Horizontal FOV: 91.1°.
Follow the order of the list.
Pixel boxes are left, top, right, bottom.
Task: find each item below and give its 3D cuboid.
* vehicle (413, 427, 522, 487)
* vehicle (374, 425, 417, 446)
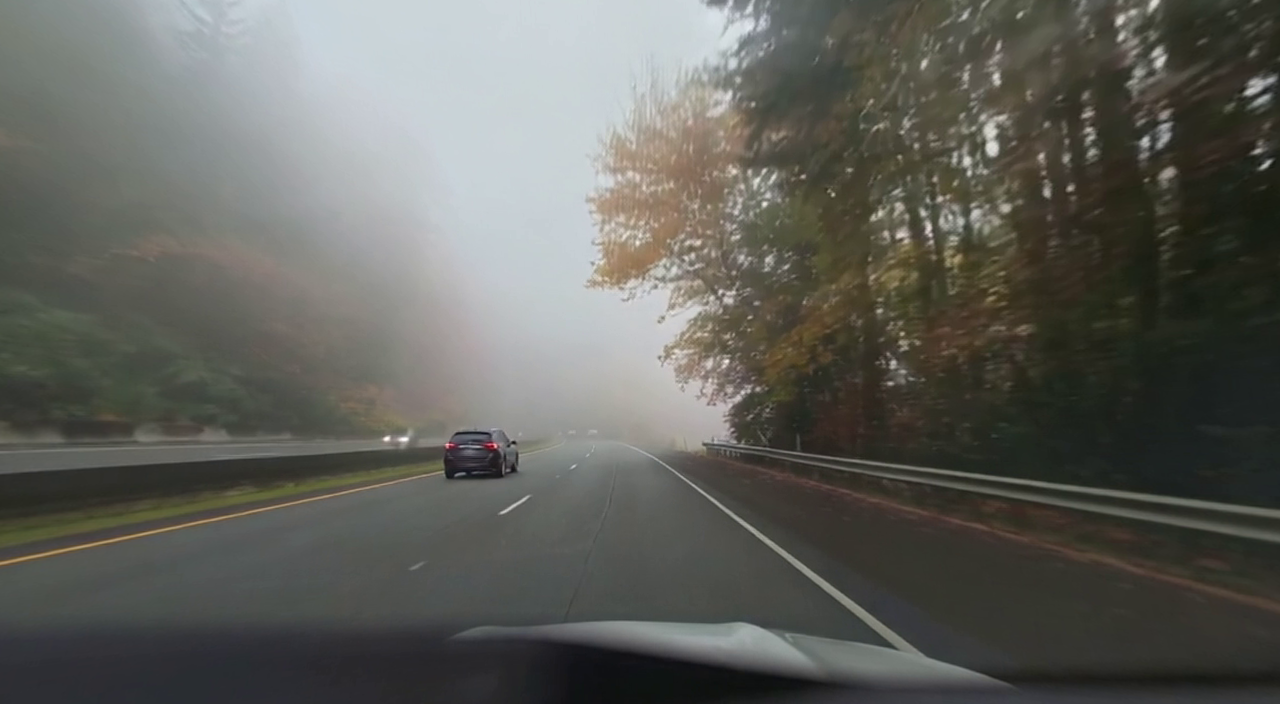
[{"bbox_3d":[-4.932,3.044,18.707,2.073,1.559,4.393,0,-8,-1],"label":"vehicle"},{"bbox_3d":[-18.797,6.445,48.532,1.815,1.511,3.997,0,-8,-1],"label":"vehicle"}]
